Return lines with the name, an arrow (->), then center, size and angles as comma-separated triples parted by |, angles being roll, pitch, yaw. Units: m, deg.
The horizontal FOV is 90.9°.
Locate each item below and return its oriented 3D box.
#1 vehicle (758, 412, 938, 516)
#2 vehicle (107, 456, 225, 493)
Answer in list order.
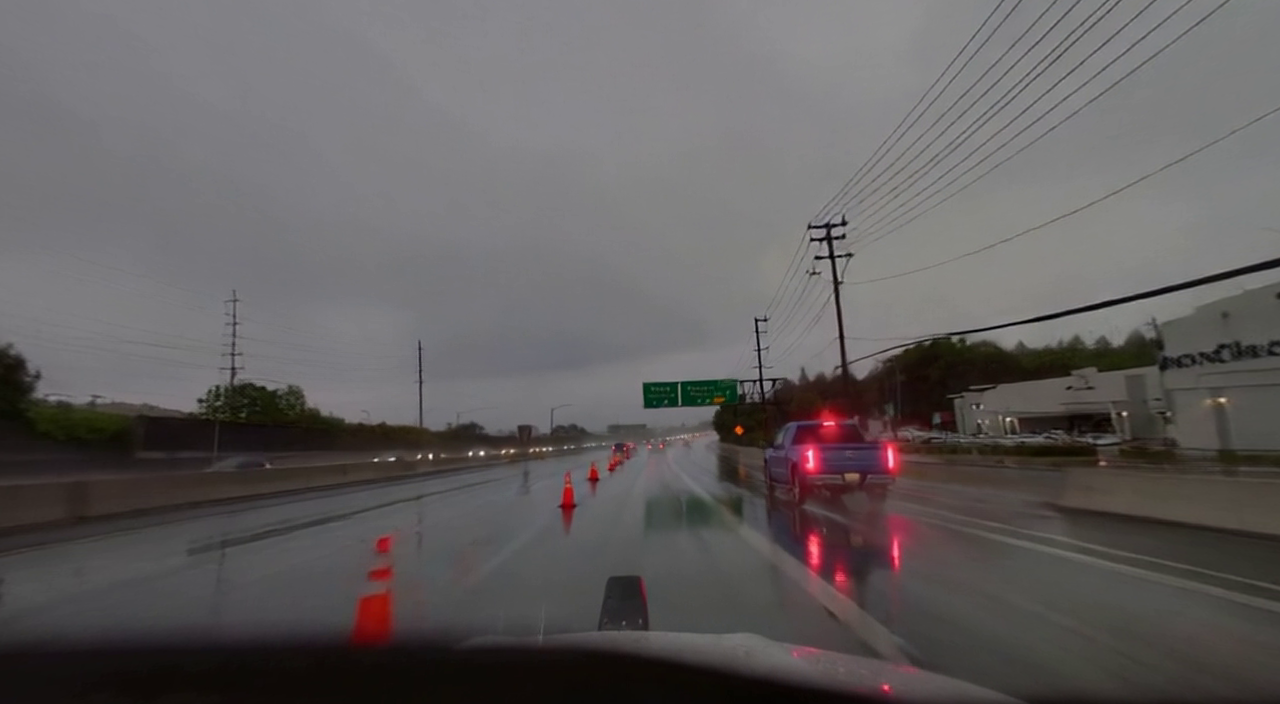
vehicle -> 4.233, 2.410, 14.021 | 2.186, 1.840, 5.289 | 0, -9, 0
vehicle -> -23.872, 6.179, 32.062 | 2.018, 1.628, 4.996 | -1, -9, 1
